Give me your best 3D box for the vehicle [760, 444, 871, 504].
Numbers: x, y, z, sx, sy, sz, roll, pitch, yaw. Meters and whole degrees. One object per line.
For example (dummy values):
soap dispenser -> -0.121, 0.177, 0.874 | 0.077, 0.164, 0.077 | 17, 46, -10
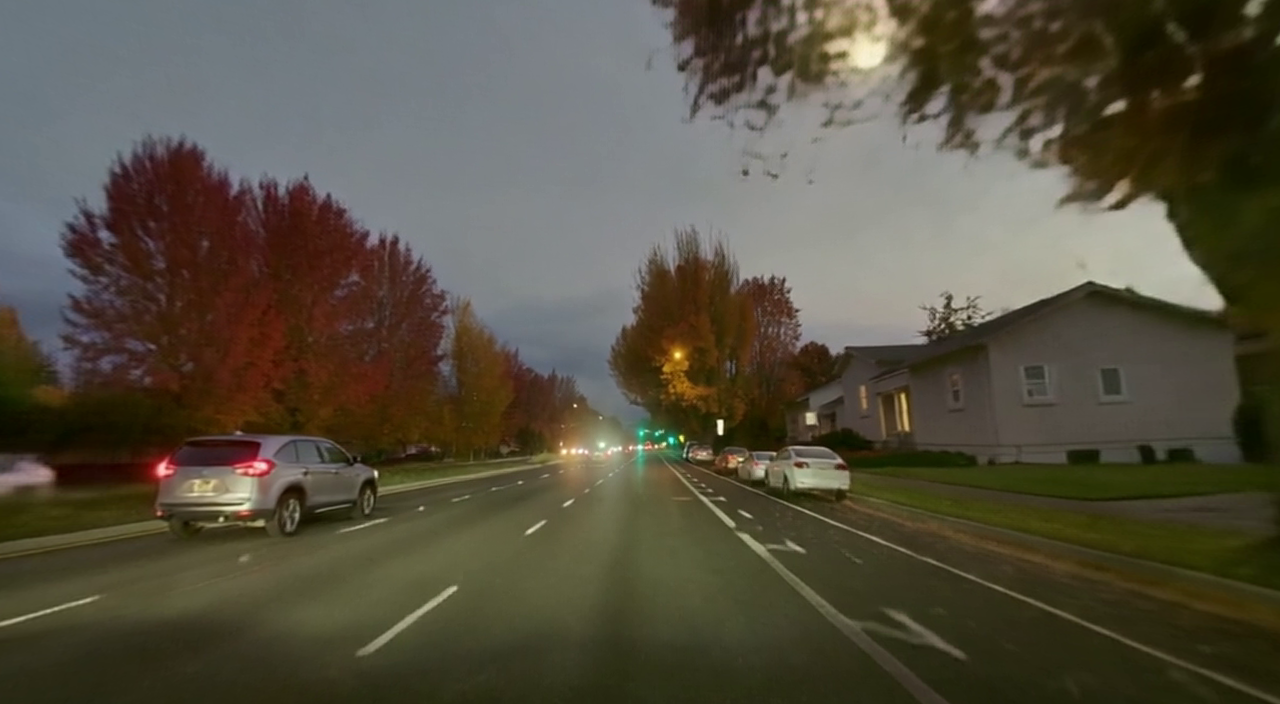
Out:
vehicle -> 4.969, 3.514, 18.596 | 1.952, 1.505, 4.713 | 0, -9, 0

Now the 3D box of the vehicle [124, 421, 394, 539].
vehicle -> -6.496, 2.237, 11.557 | 2.034, 1.711, 4.512 | 0, -9, 1
